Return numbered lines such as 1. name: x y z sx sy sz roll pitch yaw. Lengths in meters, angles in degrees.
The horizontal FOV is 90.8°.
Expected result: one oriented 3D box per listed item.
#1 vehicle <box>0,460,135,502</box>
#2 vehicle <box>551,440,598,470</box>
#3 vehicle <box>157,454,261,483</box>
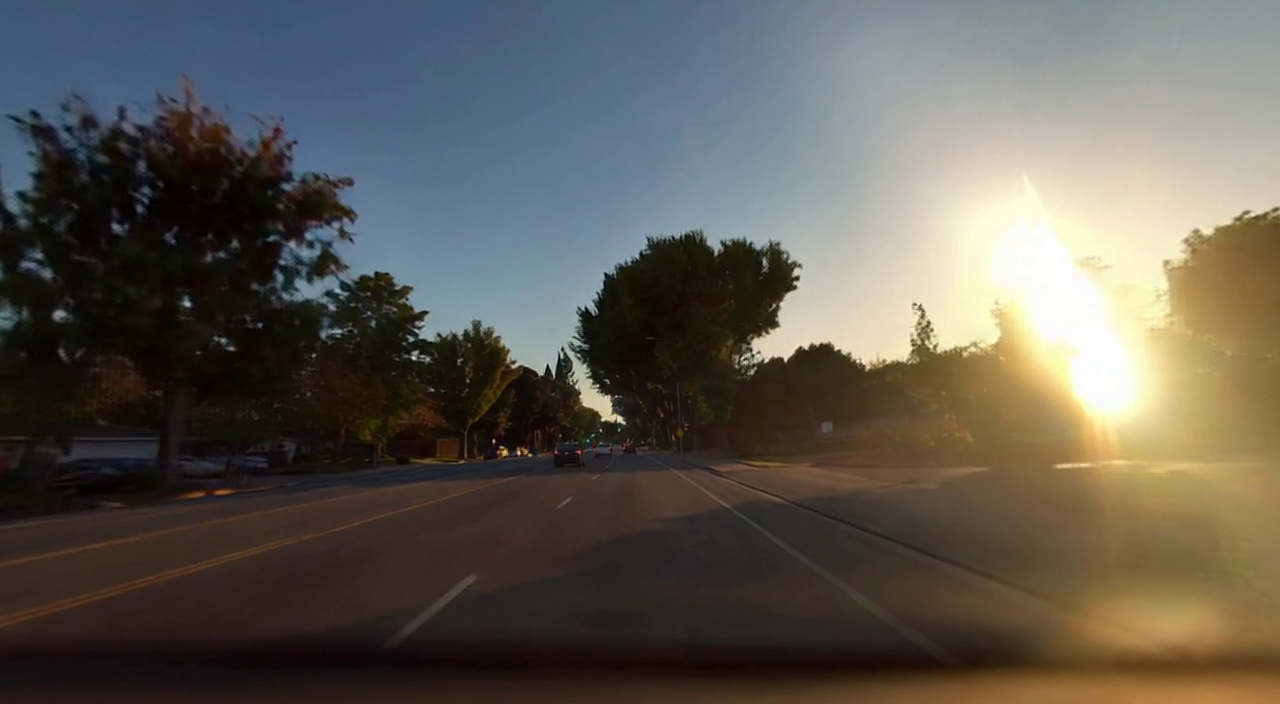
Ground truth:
1. vehicle: -22.227 4.886 24.121 4.252 1.458 1.915 0 -8 1
2. vehicle: -3.415 5.444 33.656 2.030 1.467 4.251 0 -8 0
3. vehicle: -23.908 6.457 35.175 4.235 1.456 2.171 0 -8 0
